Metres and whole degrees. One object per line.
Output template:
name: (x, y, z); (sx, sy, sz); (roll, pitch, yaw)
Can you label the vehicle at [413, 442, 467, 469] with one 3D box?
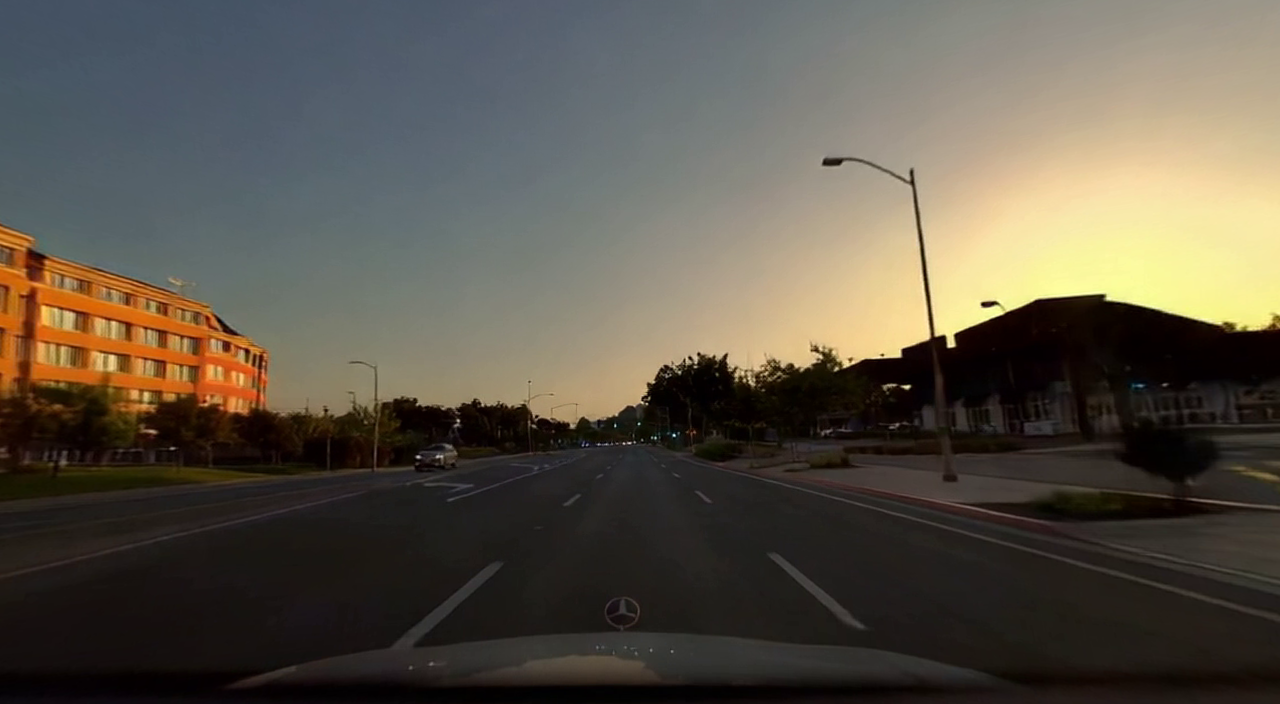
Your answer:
vehicle: (-13.934, 7.231, 44.279); (2.133, 1.770, 5.049); (0, -9, 0)
